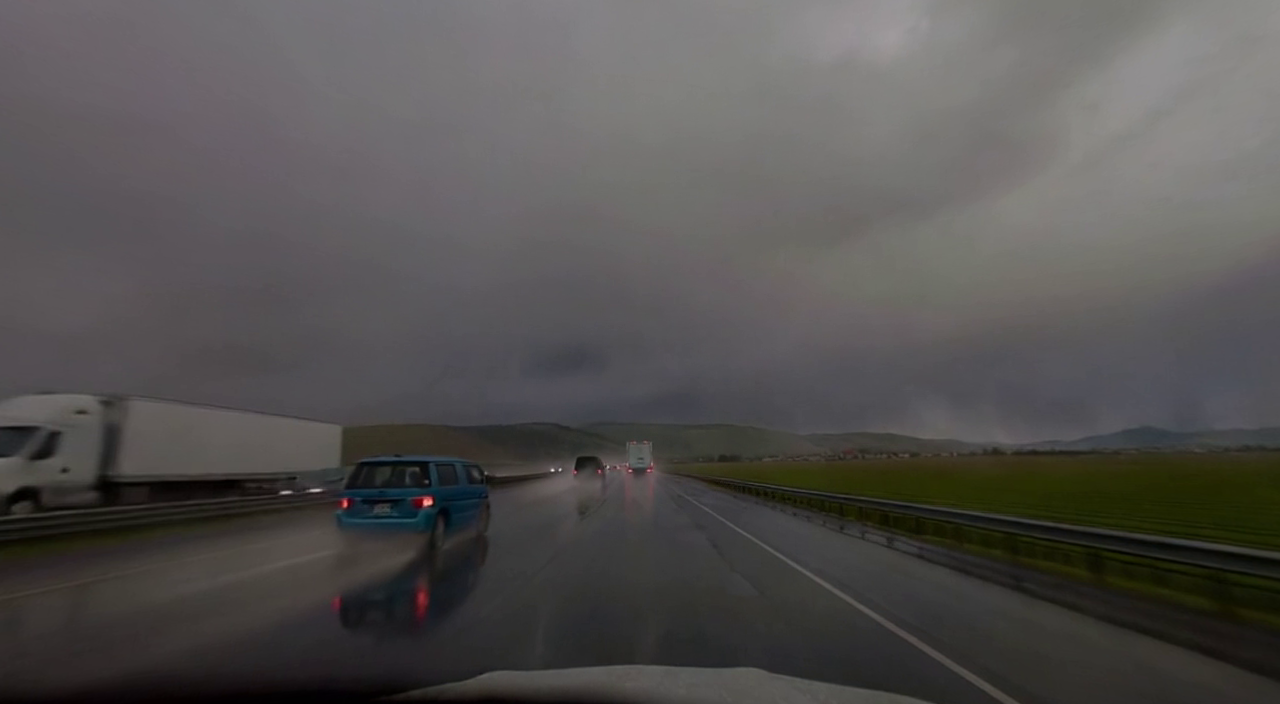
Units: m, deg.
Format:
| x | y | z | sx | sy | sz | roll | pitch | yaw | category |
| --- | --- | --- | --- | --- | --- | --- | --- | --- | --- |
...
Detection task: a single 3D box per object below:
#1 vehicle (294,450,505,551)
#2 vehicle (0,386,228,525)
| x | y | z | sx | sy | sz | roll | pitch | yaw | category |
| --- | --- | --- | --- | --- | --- | --- | --- | --- | --- |
| -4.108 | 2.652 | 11.803 | 2.090 | 1.462 | 4.603 | 1 | -10 | 0 | vehicle |
| -16.948 | 3.374 | 20.355 | 2.950 | 3.771 | 5.944 | 1 | -10 | 0 | vehicle |
